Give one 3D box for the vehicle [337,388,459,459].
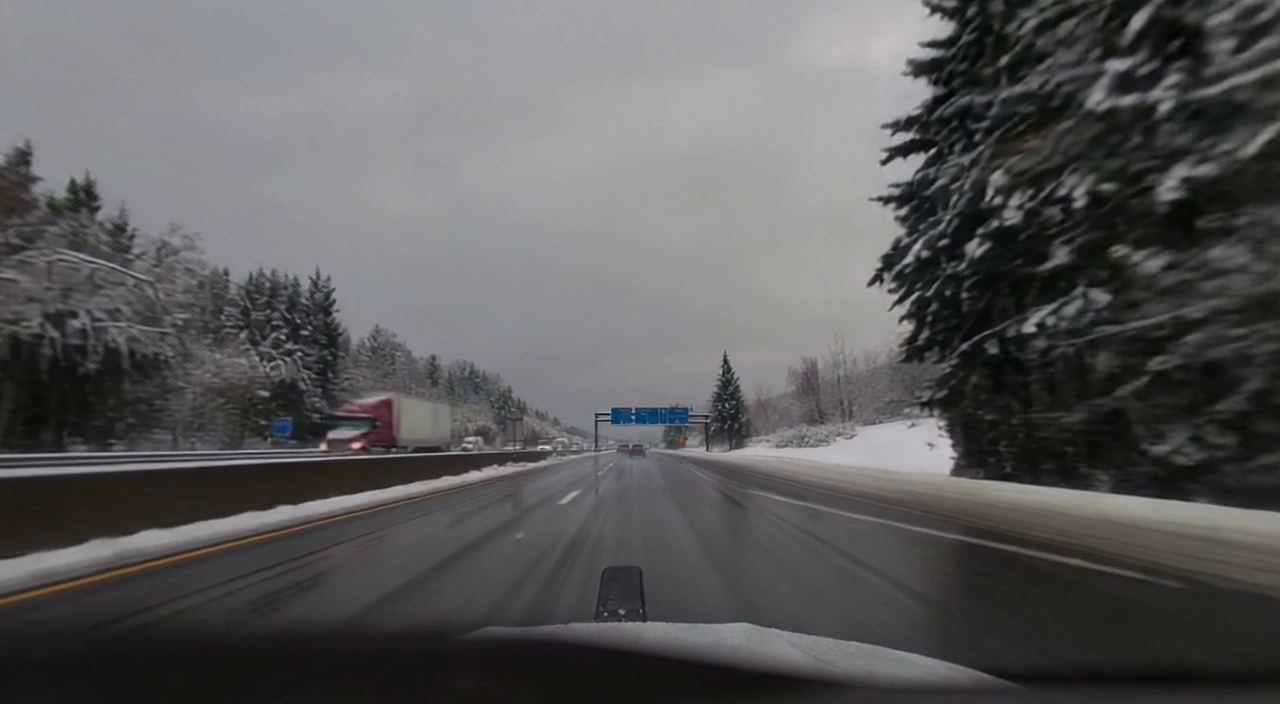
[{"bbox_3d":[-16.415,5.455,44.740,2.743,4.034,16.022,-2,-9,-1],"label":"vehicle"}]
